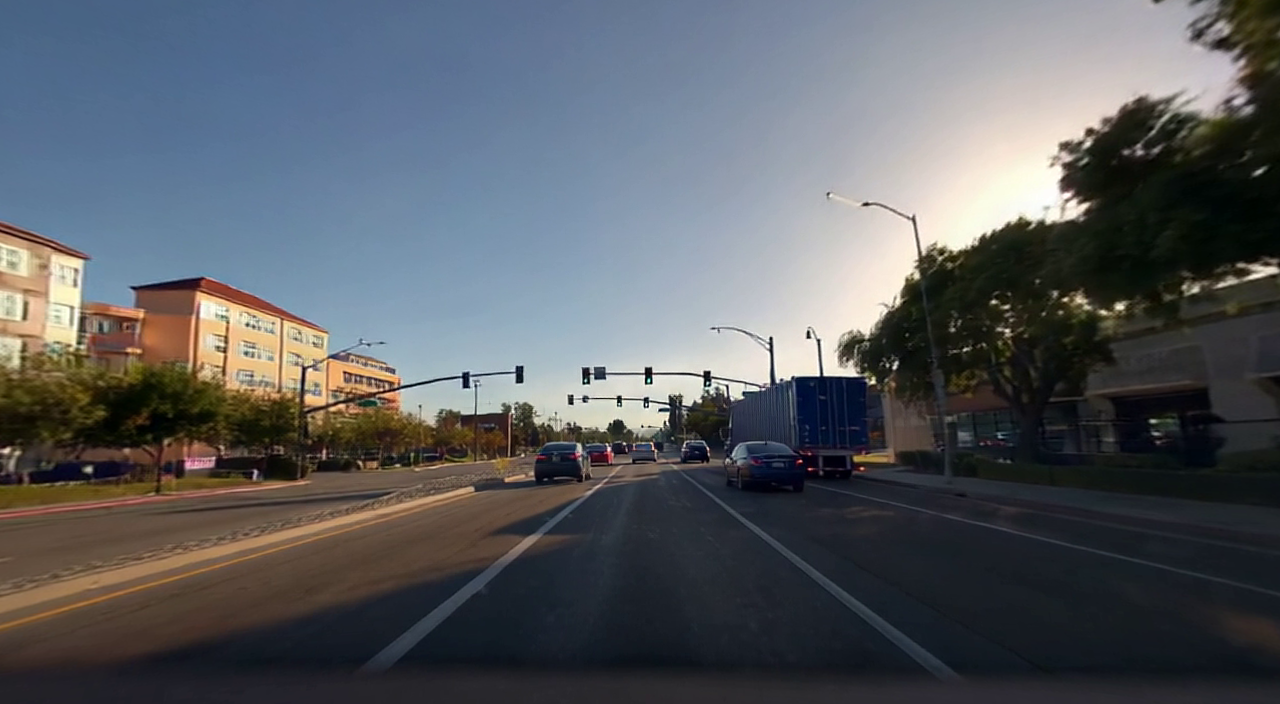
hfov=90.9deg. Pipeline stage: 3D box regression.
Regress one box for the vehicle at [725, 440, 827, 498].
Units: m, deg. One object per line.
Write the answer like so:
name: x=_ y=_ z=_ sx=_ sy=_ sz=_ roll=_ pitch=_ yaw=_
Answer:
vehicle: x=3.782 y=3.308 z=18.302 sx=1.972 sy=1.452 sz=4.189 roll=0 pitch=-8 yaw=-1

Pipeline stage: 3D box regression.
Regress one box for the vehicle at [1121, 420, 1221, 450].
vehicle: x=36.390 y=5.707 z=43.269 sx=5.045 sy=1.644 sz=1.906 roll=-3 pitch=-8 yaw=-2

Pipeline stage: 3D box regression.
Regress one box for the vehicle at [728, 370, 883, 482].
vehicle: x=7.568 y=4.113 z=32.950 sx=3.383 sy=4.268 sz=17.469 roll=0 pitch=-8 yaw=0

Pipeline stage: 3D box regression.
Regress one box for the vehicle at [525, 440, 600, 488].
vehicle: x=-2.639 y=3.948 z=22.630 sx=2.003 sy=1.509 sz=4.396 roll=-1 pitch=-8 yaw=2

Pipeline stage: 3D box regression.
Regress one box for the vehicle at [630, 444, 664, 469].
vehicle: x=0.403 y=6.678 z=40.419 sx=2.020 sy=1.461 sz=4.326 roll=0 pitch=-8 yaw=-1

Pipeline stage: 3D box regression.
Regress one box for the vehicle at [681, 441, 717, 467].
vehicle: x=3.915 y=6.879 z=42.661 sx=2.050 sy=1.683 sz=3.990 roll=0 pitch=-8 yaw=0
